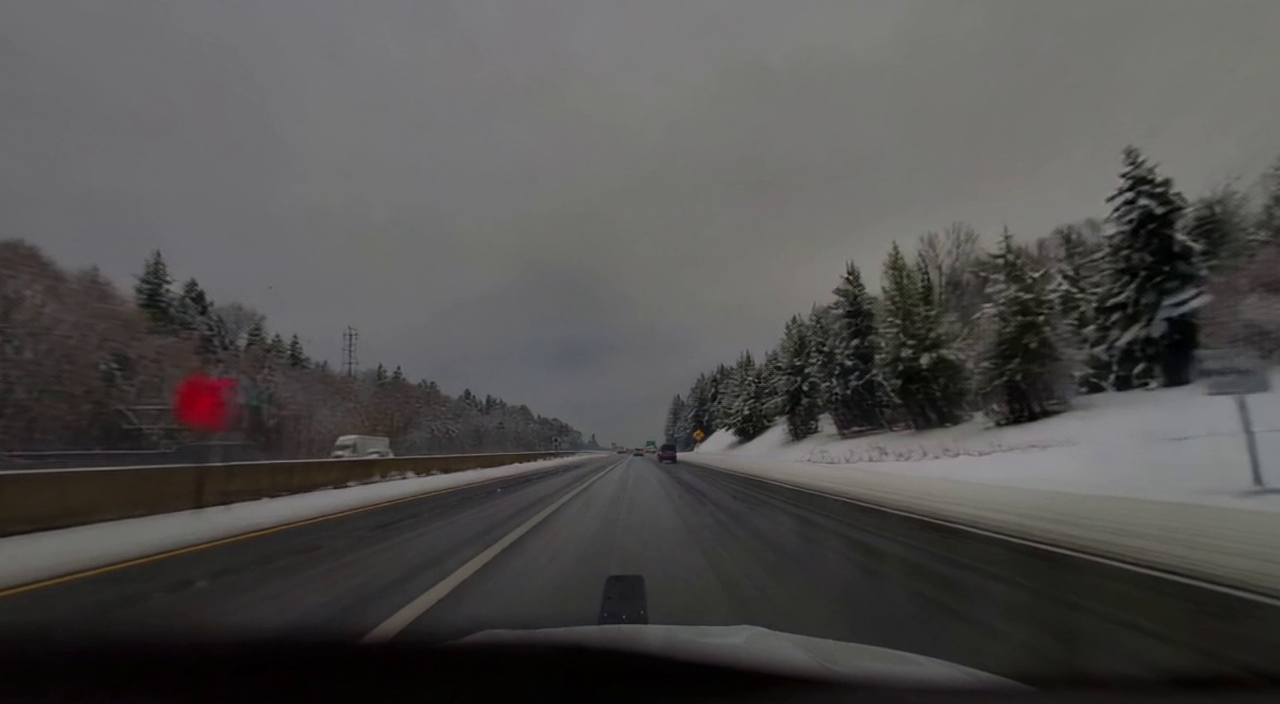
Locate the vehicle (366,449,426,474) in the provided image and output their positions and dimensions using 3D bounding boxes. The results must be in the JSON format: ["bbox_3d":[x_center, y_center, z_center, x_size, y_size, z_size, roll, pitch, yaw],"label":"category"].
[{"bbox_3d":[-15.564,6.988,40.480,1.903,1.486,4.666,0,-9,1],"label":"vehicle"}]
